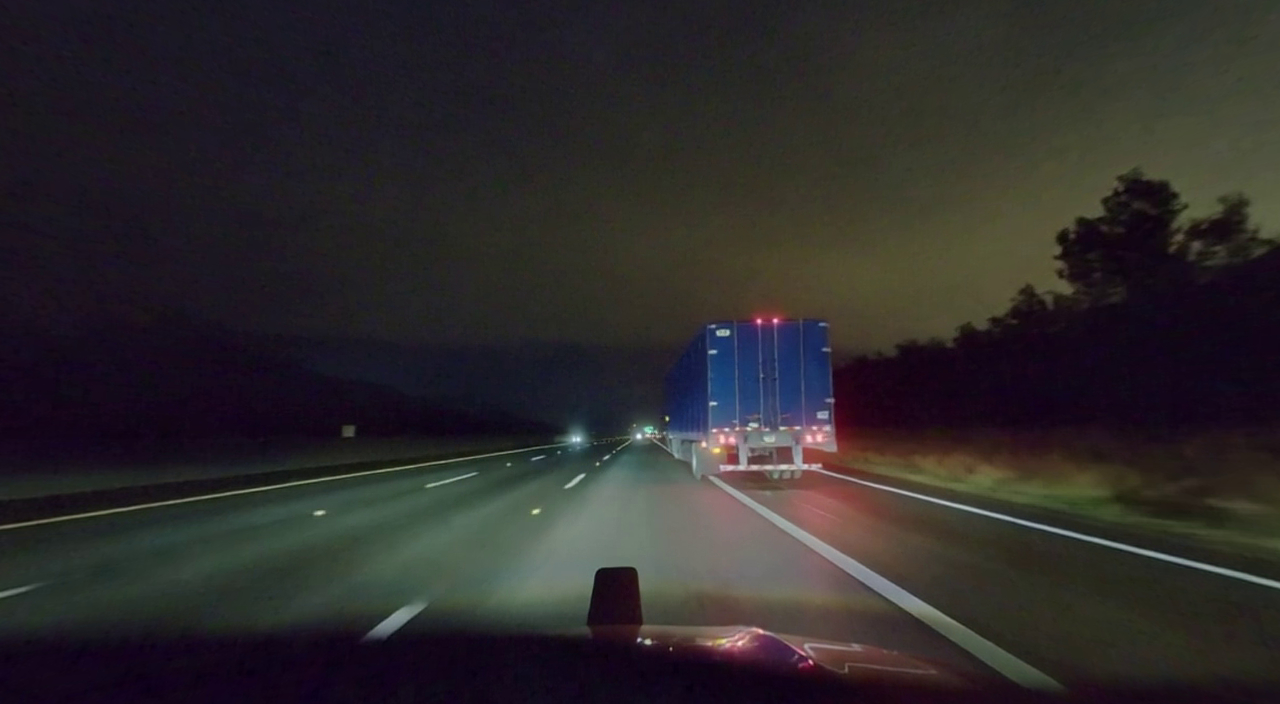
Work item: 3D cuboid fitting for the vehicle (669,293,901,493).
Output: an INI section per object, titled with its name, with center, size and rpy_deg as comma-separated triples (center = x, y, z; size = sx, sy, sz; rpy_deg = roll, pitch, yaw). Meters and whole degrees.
[vehicle]
center = 2.936, 1.528, 17.683
size = 3.446, 3.698, 12.089
rpy_deg = 0, -8, -1
